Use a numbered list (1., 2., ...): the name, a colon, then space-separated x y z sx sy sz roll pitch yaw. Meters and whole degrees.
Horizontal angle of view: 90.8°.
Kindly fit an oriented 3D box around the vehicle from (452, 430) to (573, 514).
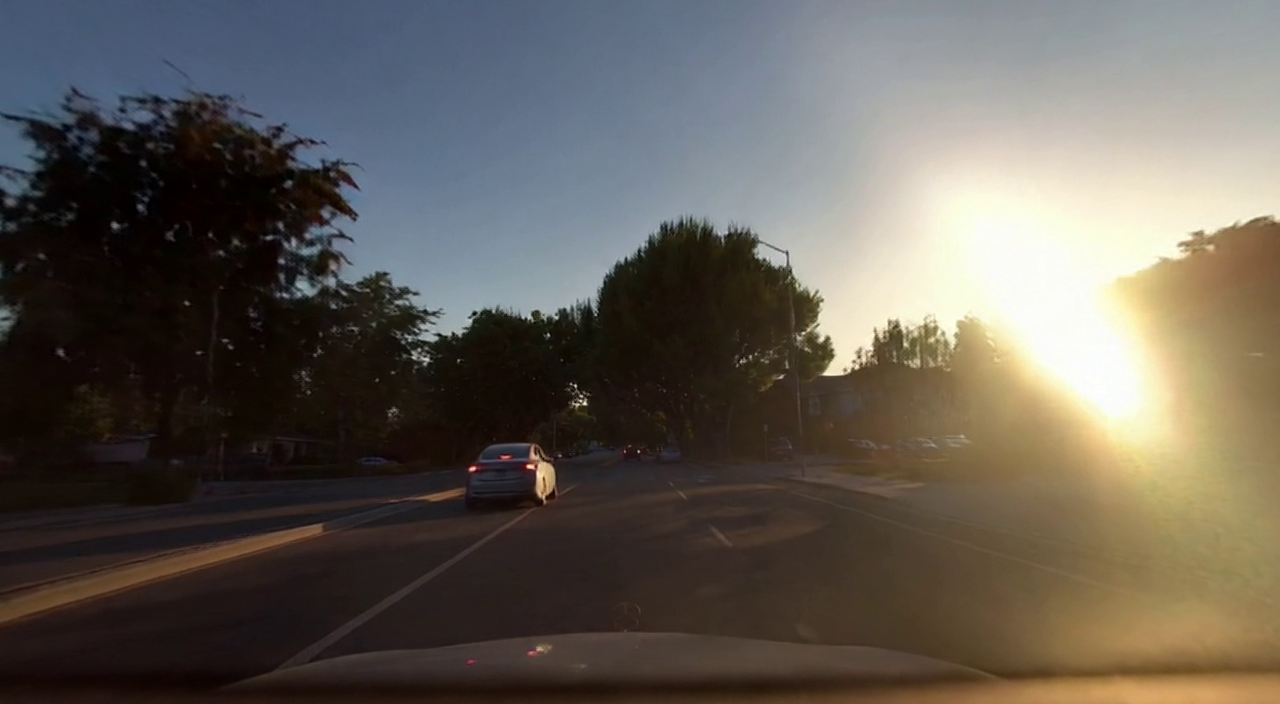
1. vehicle: -2.888 2.836 15.539 2.205 1.706 4.904 0 -8 -3

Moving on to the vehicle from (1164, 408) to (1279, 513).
1. vehicle: 11.856 1.800 10.584 4.478 1.694 2.178 -6 -10 36

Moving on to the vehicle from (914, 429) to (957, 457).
1. vehicle: 23.157 7.124 49.444 2.117 1.987 4.418 -9 -12 34

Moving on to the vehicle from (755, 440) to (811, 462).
1. vehicle: 10.528 7.306 46.781 1.903 1.569 3.751 6 -10 -34

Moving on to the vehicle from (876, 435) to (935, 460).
1. vehicle: 18.857 6.769 44.782 2.150 1.659 4.678 -8 -12 44

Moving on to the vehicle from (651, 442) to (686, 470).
1. vehicle: 1.756 6.581 40.197 2.003 1.614 4.072 0 -8 -1
